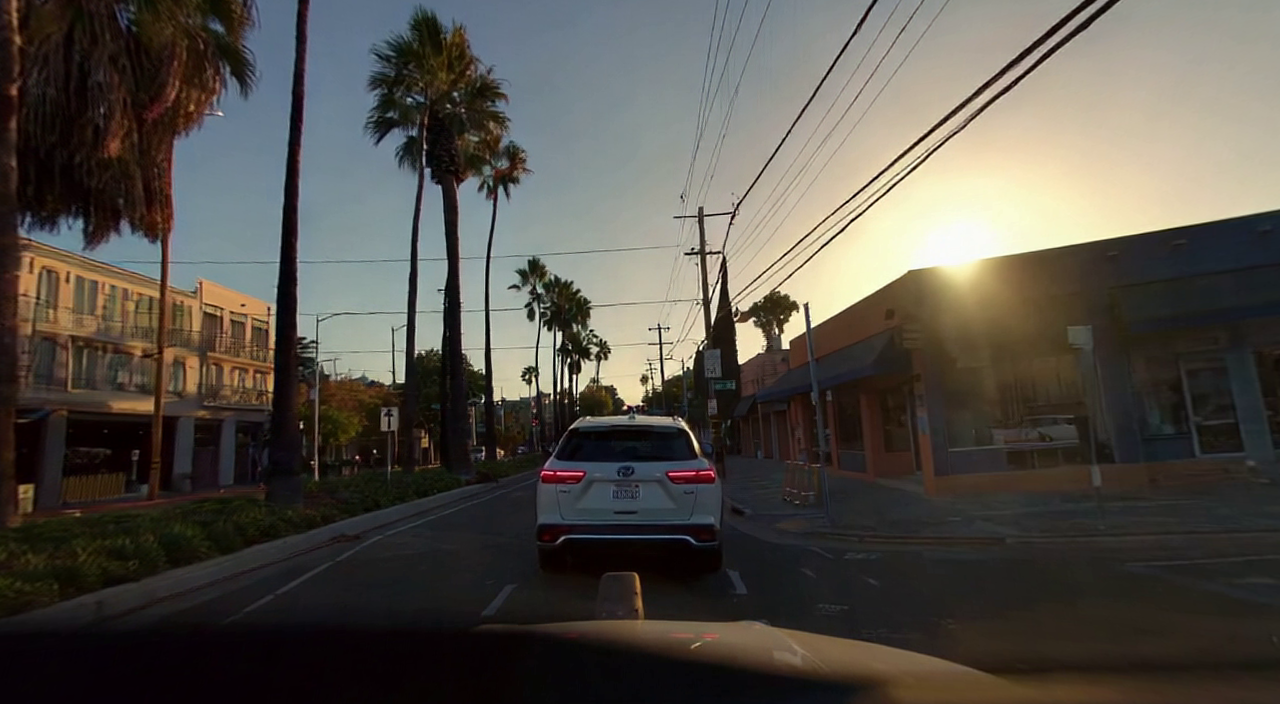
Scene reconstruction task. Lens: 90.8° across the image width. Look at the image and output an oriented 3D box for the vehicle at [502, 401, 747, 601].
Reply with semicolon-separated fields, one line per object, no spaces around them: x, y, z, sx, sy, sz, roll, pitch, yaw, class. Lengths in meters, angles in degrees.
-0.207;1.560;7.408;2.105;1.702;3.750;0;-8;-3;vehicle
